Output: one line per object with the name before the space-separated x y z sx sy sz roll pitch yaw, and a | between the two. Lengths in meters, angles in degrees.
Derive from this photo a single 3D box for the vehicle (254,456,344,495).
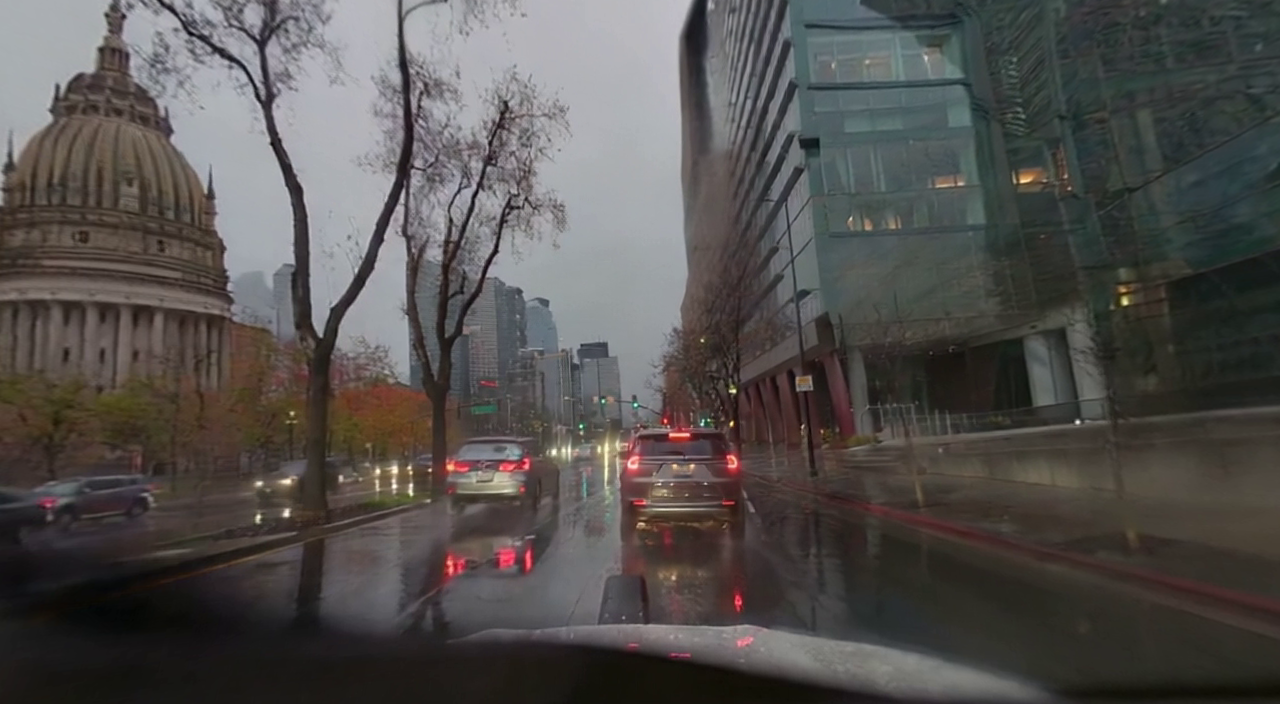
vehicle | -16.936 6.120 31.618 2.075 1.700 4.405 0 -9 0

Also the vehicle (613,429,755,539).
vehicle | 0.676 2.107 10.640 1.933 1.504 3.802 0 -9 2

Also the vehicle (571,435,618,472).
vehicle | -2.288 5.286 32.998 1.969 1.764 4.160 0 -9 2

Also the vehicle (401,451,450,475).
vehicle | -16.568 8.571 48.965 2.024 1.782 4.827 0 -9 1

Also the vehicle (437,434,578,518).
vehicle | -2.673 2.615 13.829 1.961 1.517 4.202 0 -9 3
